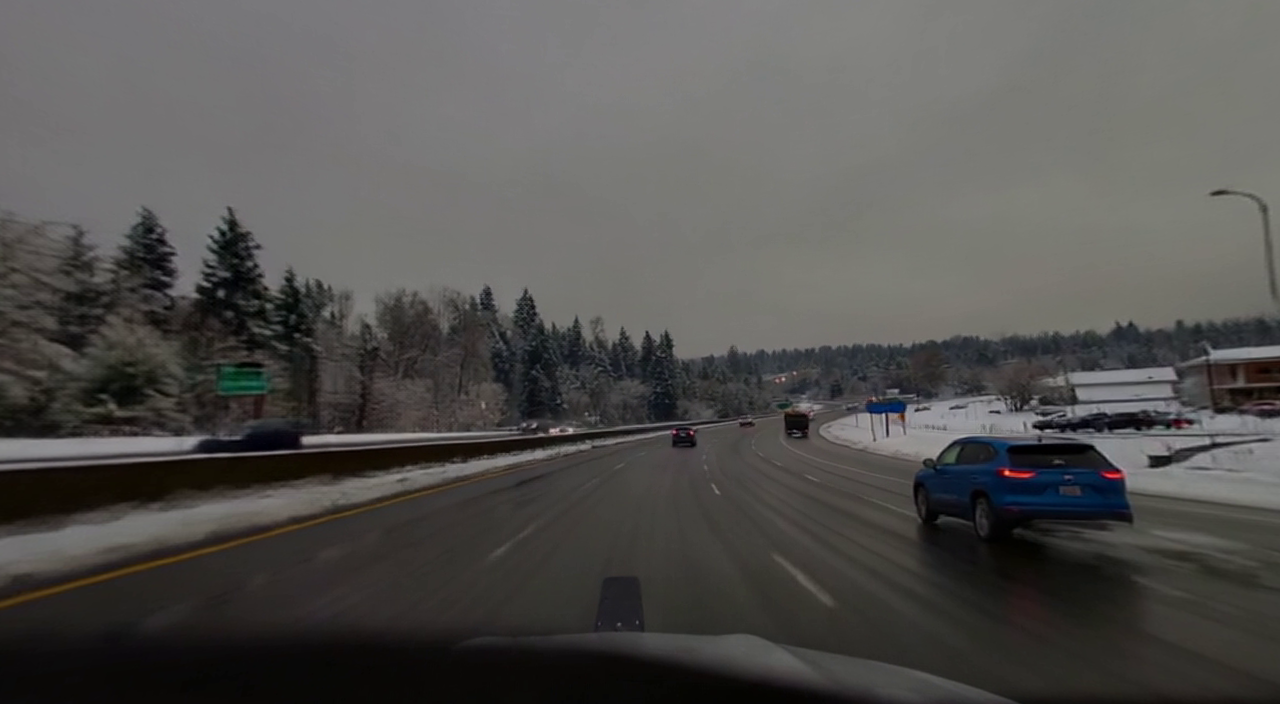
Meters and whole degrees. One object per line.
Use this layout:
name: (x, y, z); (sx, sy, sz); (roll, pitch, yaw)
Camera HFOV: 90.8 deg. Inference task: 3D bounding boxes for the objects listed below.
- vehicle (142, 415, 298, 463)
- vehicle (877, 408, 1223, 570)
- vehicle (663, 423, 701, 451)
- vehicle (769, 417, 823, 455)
vehicle: (-14.640, 3.105, 22.458); (1.967, 1.496, 4.871); (0, -8, 4)
vehicle: (5.080, 1.739, 8.799); (2.097, 1.659, 4.320); (0, -8, 4)
vehicle: (2.879, 5.790, 42.661); (2.181, 1.768, 4.383); (-1, -9, 9)
vehicle: (9.725, 5.372, 40.028); (2.526, 2.230, 6.190); (-1, -8, 7)
